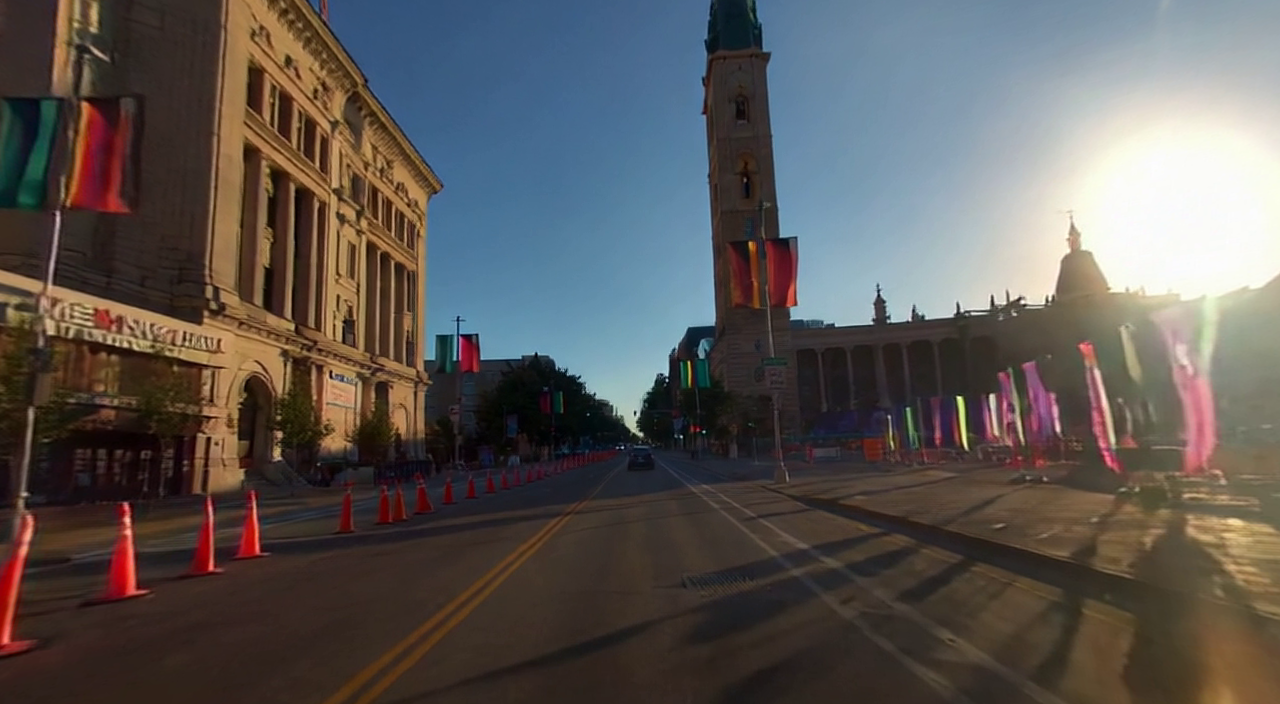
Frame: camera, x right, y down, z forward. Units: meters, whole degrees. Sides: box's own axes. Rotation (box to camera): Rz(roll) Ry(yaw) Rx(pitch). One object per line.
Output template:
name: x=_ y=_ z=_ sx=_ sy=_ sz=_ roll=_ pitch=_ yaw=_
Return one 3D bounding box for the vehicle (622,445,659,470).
vehicle: x=0.015 y=6.613 z=39.799 sx=2.216 sy=1.492 sz=4.725 roll=0 pitch=-9 yaw=0
